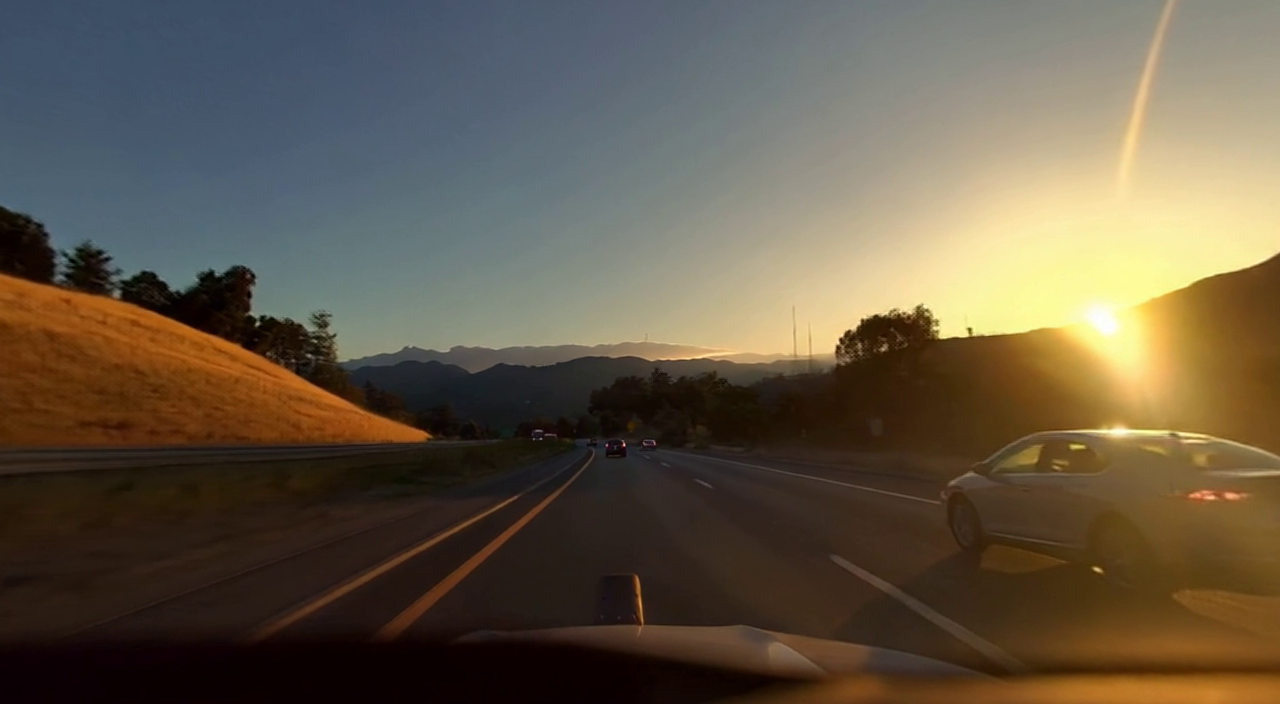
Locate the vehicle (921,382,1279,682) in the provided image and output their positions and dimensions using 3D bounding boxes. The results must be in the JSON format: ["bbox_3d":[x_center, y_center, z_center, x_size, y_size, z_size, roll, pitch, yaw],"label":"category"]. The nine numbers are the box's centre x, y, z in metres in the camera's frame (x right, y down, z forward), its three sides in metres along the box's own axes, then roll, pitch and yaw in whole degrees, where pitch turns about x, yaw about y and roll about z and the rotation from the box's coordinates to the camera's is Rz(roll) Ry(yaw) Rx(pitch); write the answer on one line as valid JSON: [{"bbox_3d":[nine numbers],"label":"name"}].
[{"bbox_3d":[4.091,1.166,5.098,1.852,1.513,3.652,0,-8,-1],"label":"vehicle"}]

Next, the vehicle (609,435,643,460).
[{"bbox_3d":[-0.921,5.947,39.343,1.998,1.512,3.735,0,-8,-3],"label":"vehicle"}]
